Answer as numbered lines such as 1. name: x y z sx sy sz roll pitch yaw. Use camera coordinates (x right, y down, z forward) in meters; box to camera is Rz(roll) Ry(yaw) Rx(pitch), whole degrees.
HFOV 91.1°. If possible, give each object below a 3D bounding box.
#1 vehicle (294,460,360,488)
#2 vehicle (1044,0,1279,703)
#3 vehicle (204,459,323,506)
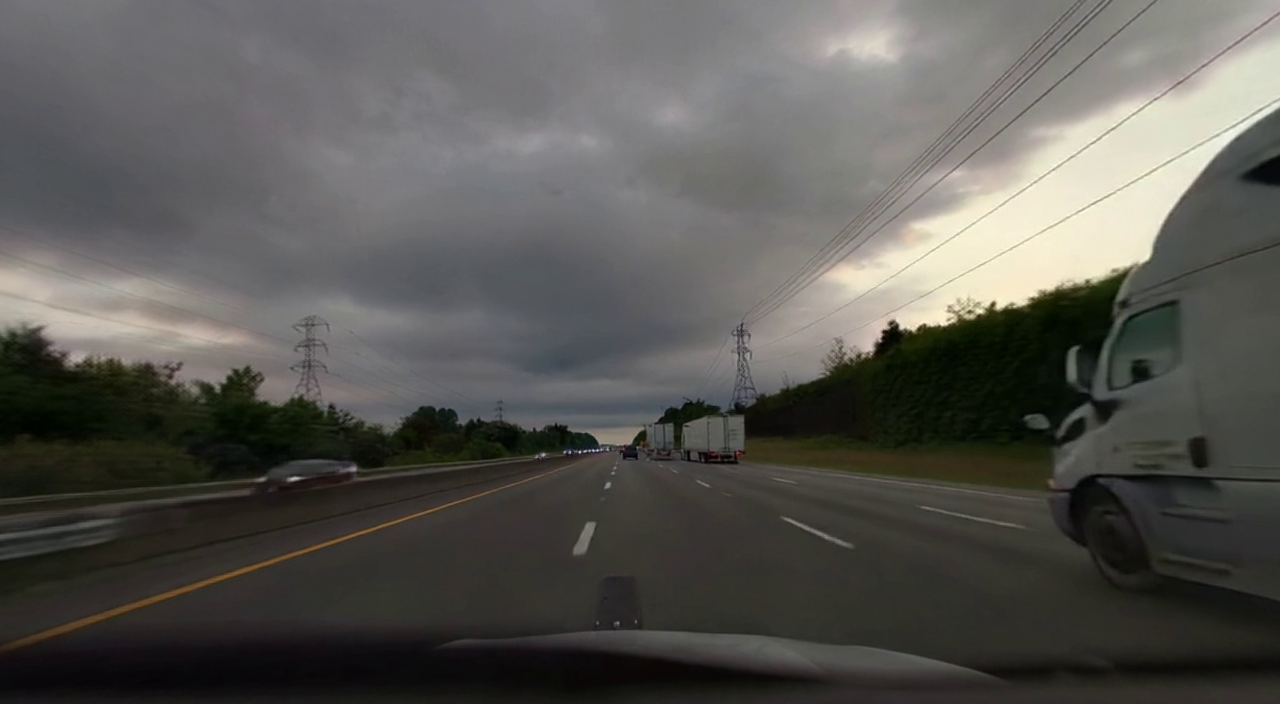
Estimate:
1. vehicle: -19.117 7.455 38.602 1.834 1.472 4.486 0 -9 -2
2. vehicle: 4.780 -0.360 1.784 3.000 3.855 5.964 0 -9 -1
3. vehicle: -14.409 4.983 24.408 1.957 1.533 4.483 0 -9 -2
